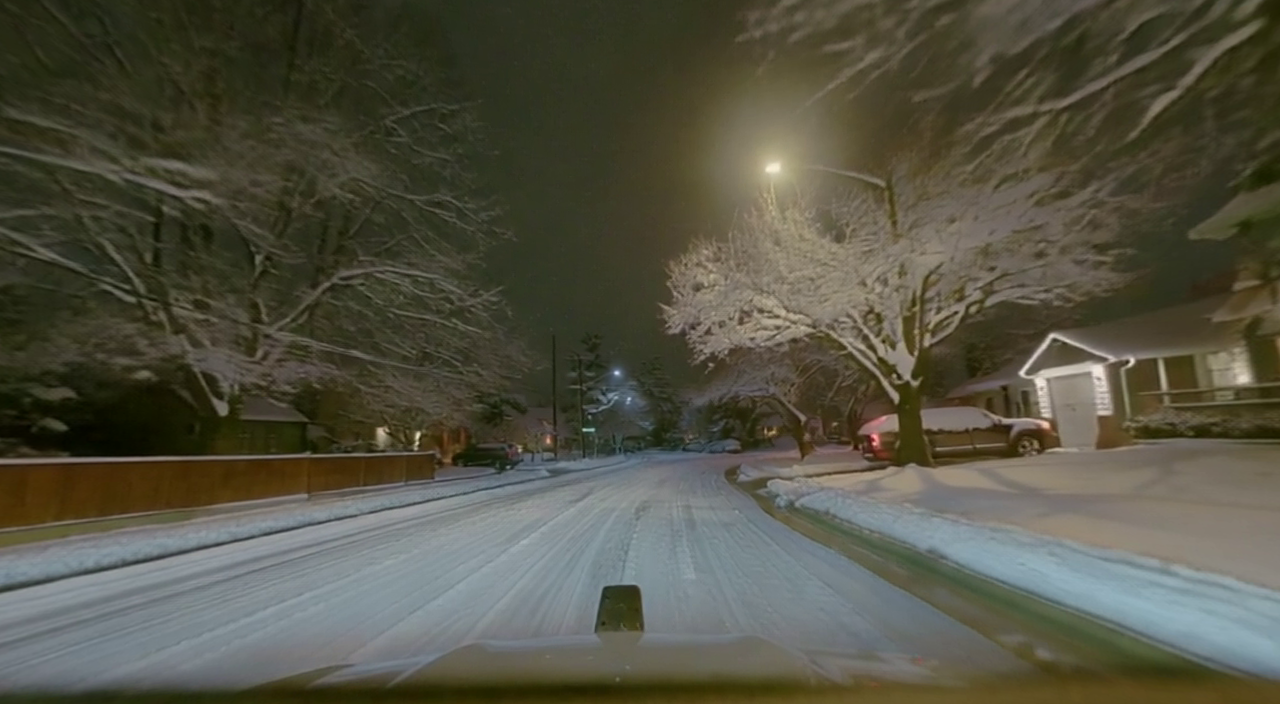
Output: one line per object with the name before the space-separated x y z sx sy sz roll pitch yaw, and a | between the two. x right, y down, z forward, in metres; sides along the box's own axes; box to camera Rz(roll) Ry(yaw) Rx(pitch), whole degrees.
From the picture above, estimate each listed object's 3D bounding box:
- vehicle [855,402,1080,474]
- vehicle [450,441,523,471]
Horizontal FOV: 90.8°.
vehicle | 10.720 2.906 21.257 6.053 2.240 2.582 -1 -9 5
vehicle | -11.219 7.664 46.603 5.045 1.835 2.315 -2 -9 -11
